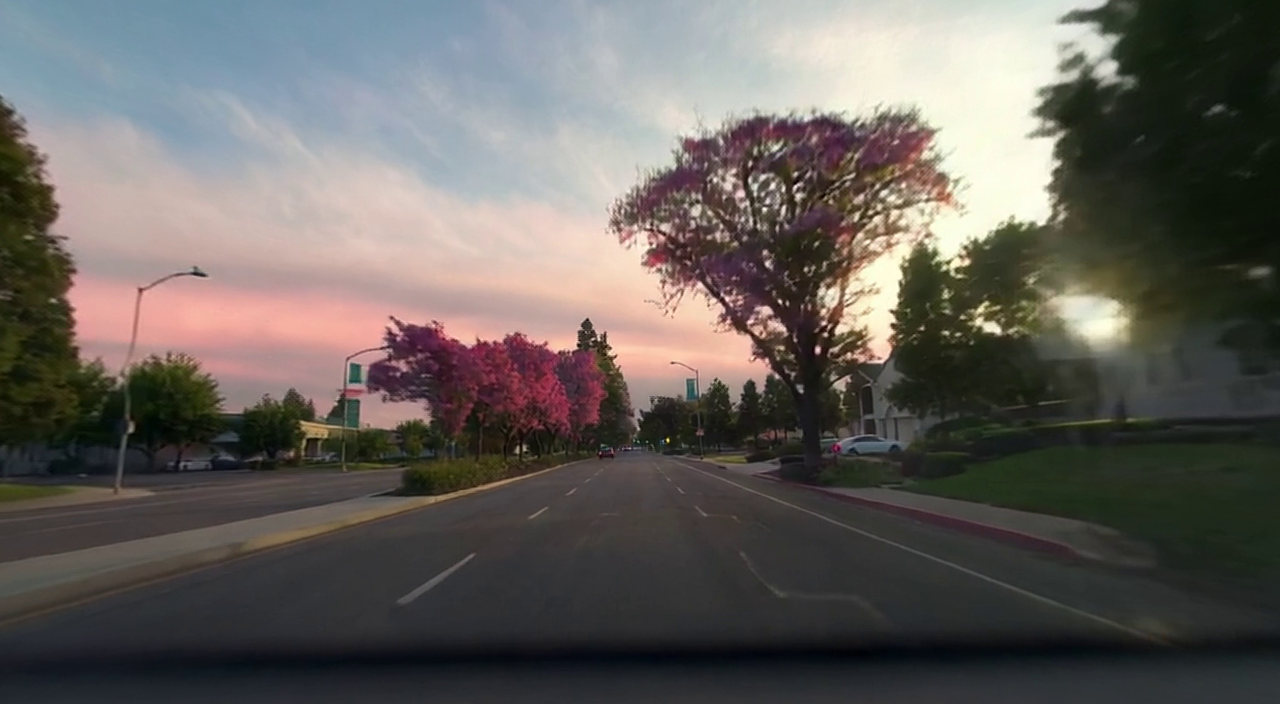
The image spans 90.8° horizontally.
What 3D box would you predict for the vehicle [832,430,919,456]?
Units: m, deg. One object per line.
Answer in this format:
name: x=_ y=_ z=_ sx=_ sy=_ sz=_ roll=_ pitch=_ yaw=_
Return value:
vehicle: x=15.184 y=5.889 z=40.963 sx=4.877 sy=1.592 sz=1.913 roll=-1 pitch=-9 yaw=2
